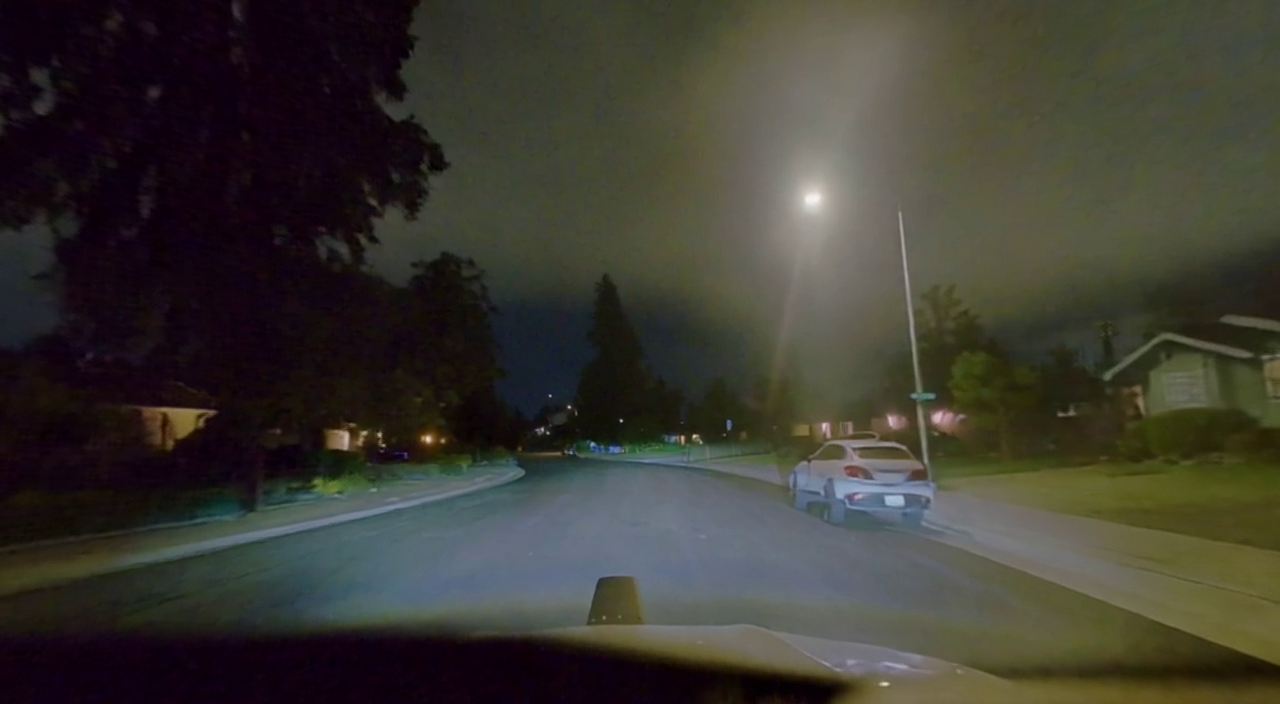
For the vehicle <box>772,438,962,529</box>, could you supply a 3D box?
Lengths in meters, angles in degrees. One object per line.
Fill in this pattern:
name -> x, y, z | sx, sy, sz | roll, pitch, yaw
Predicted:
vehicle -> 4.312, 2.575, 12.963 | 2.088, 1.522, 4.449 | 0, -9, -2
